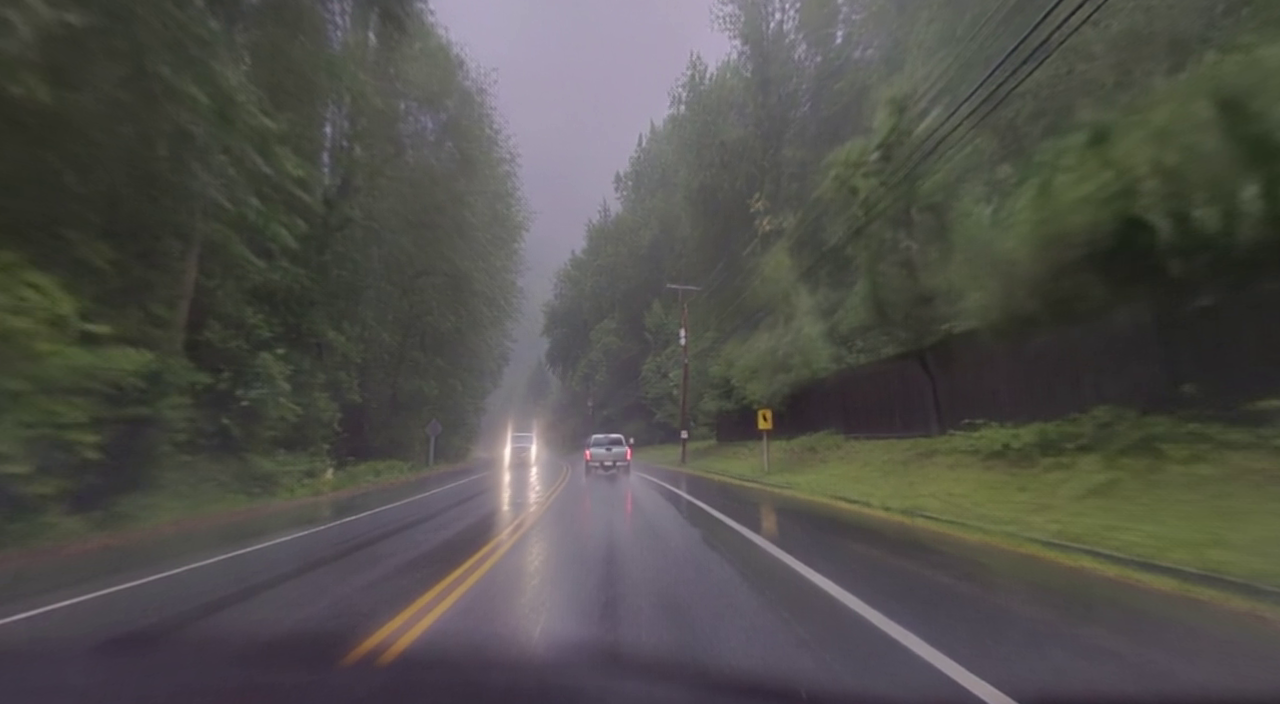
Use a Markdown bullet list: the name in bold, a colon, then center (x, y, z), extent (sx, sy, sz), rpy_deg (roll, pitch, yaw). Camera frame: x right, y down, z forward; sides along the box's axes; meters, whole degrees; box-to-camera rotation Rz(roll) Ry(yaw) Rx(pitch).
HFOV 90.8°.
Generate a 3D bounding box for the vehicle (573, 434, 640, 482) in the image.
- **vehicle**: center (-1.487, 4.539, 27.383), extent (2.631, 1.798, 5.331), rpy_deg (0, -8, -4)

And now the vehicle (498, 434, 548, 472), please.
- **vehicle**: center (-6.650, 5.794, 36.438), extent (2.374, 1.989, 4.909), rpy_deg (0, -8, -5)
